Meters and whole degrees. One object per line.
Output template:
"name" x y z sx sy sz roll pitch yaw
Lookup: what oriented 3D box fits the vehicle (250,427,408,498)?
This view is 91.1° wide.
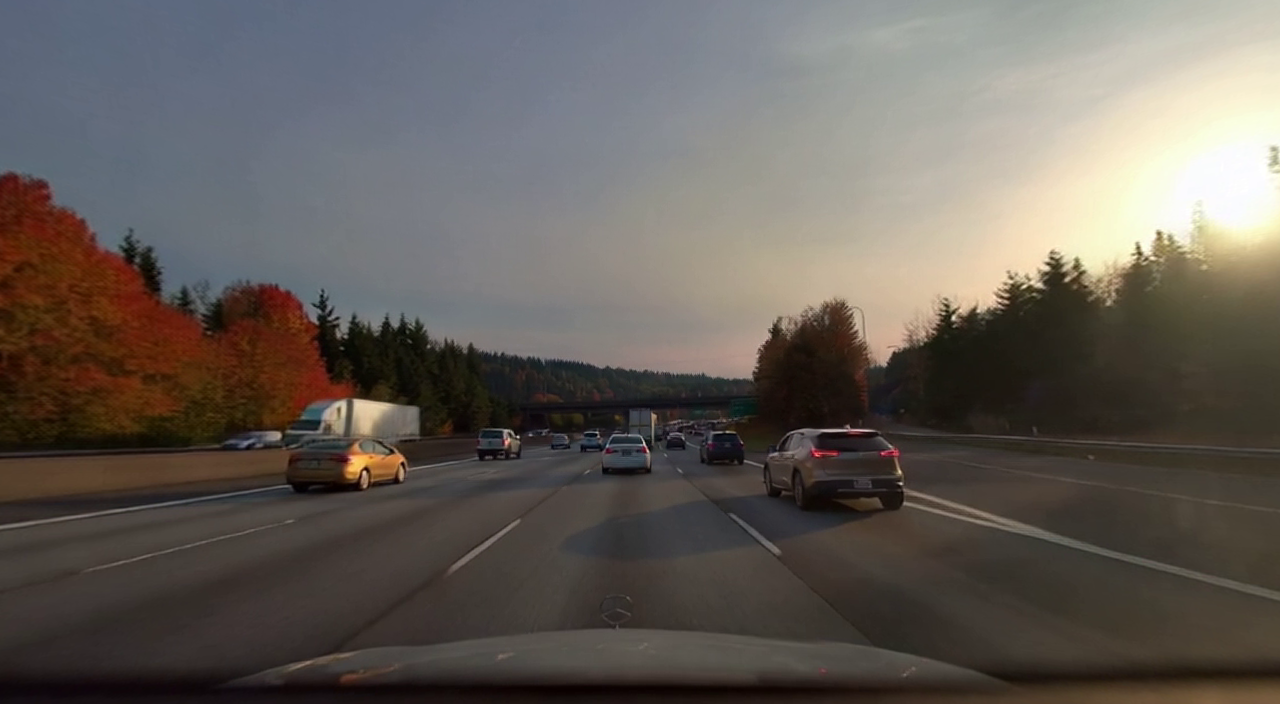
"vehicle" -7.541 2.692 15.772 1.934 1.526 3.966 0 -8 0

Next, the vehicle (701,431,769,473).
"vehicle" 3.635 3.903 24.867 1.972 1.516 4.514 0 -8 0

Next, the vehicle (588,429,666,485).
"vehicle" -0.391 3.159 19.350 2.111 1.494 4.364 0 -8 -1

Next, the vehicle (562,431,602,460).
"vehicle" -3.571 5.827 39.446 2.064 1.672 4.277 0 -8 1

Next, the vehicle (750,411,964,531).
"vehicle" 3.421 1.952 11.000 2.095 1.650 4.331 0 -8 -1

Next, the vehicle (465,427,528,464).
"vehicle" -7.482 4.926 33.330 2.117 1.779 4.745 0 -8 1
